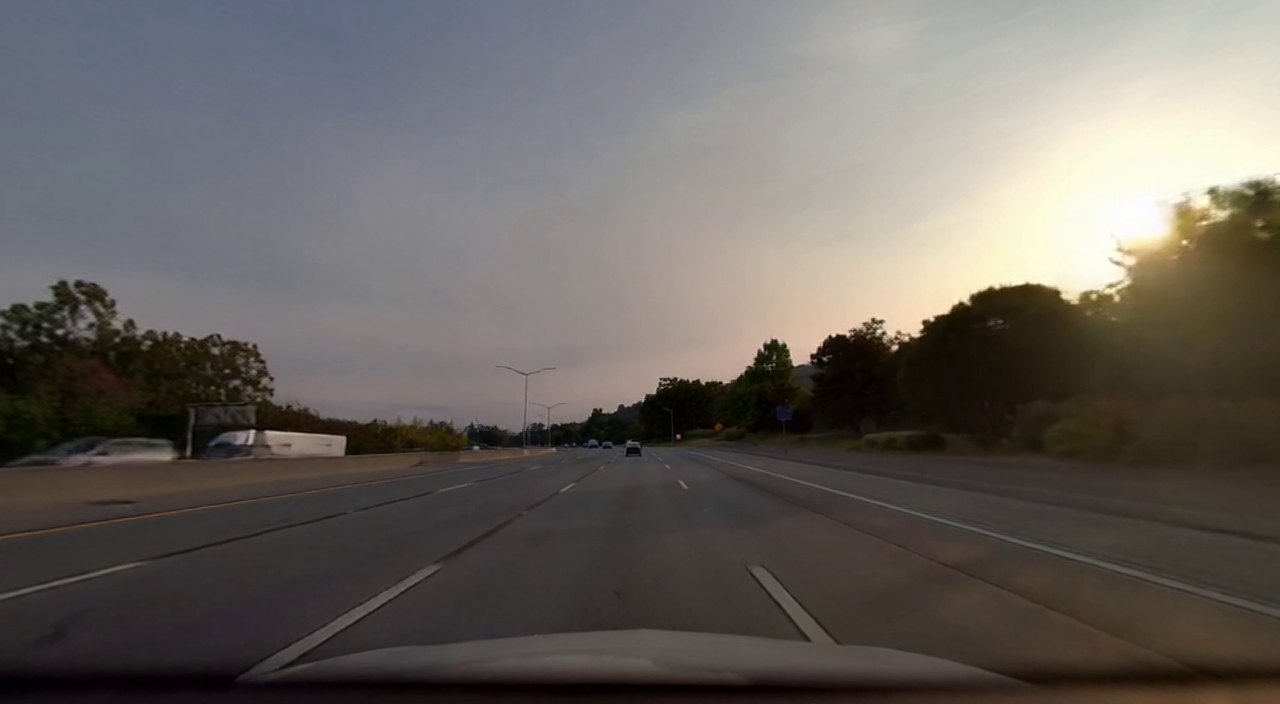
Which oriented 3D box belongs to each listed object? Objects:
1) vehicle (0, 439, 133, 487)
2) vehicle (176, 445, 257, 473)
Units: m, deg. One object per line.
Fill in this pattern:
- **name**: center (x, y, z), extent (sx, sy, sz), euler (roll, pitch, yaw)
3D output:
- **vehicle**: center (-25.072, 4.609, 26.688), extent (2.338, 1.765, 5.836), euler (0, -8, 1)
- **vehicle**: center (-28.006, 7.076, 41.893), extent (2.064, 1.707, 4.753), euler (0, -8, 0)
